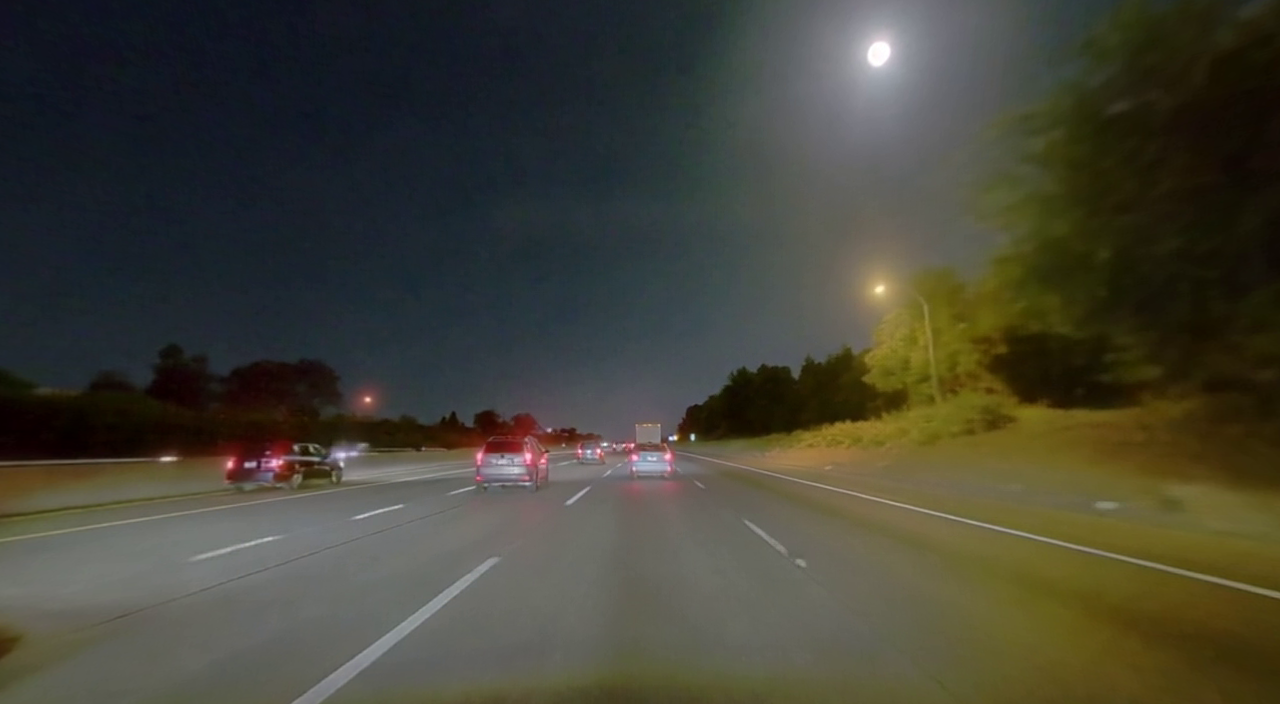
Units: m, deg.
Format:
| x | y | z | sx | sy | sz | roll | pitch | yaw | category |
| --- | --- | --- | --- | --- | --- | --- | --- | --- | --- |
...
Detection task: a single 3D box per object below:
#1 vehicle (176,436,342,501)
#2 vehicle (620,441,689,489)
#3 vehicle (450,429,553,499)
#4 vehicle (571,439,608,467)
| x | y | z | sx | sy | sz | roll | pitch | yaw | category |
| --- | --- | --- | --- | --- | --- | --- | --- | --- | --- |
| -10.588 | 3.245 | 18.000 | 1.941 | 1.602 | 4.277 | 0 | -8 | 2 | vehicle |
| 0.441 | 3.717 | 21.088 | 2.054 | 1.421 | 4.090 | 0 | -8 | 0 | vehicle |
| -3.746 | 3.098 | 17.854 | 1.903 | 1.721 | 4.210 | 0 | -8 | 1 | vehicle |
| -3.146 | 6.414 | 40.139 | 1.897 | 1.646 | 4.049 | 0 | -8 | 1 | vehicle |
